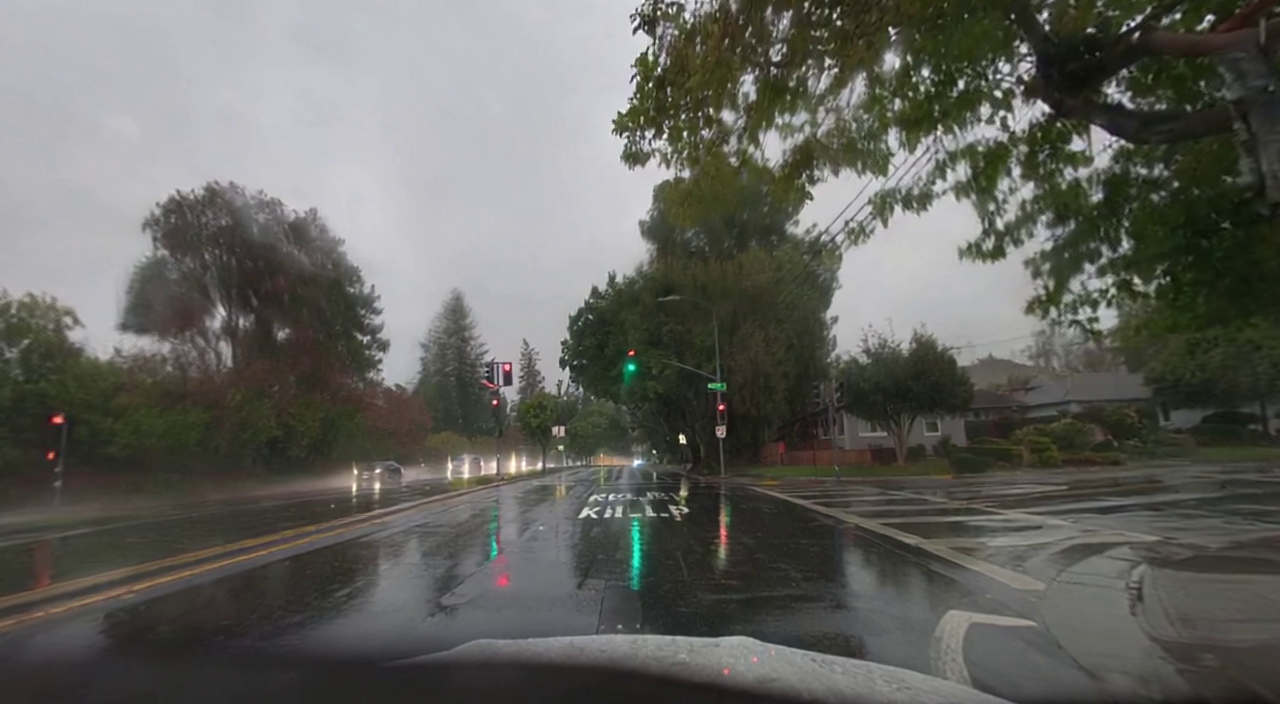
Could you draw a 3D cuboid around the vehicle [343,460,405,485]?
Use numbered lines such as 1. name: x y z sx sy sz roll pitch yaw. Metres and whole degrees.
1. vehicle: -17.497 7.933 41.810 2.108 1.480 4.707 0 -9 -1
